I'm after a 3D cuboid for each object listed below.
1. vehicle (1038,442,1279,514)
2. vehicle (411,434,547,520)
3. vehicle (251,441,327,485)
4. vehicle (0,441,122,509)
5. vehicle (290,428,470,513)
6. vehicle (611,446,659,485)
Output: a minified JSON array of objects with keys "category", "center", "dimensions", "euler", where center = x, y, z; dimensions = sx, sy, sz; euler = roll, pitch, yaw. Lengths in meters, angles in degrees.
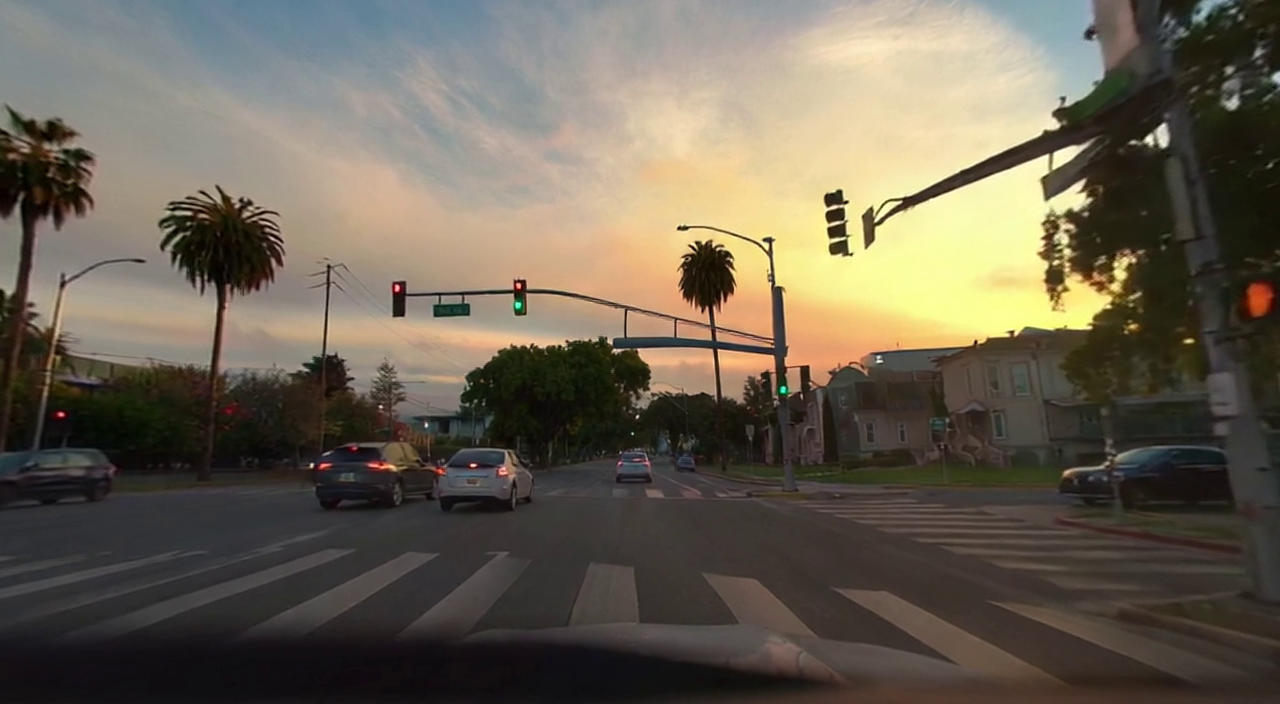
[{"category":"vehicle","center":[12.271,2.882,14.621],"dimensions":[4.649,1.496,2.061],"euler":[0,-9,-1]},{"category":"vehicle","center":[-3.799,3.033,15.821],"dimensions":[2.116,1.806,4.516],"euler":[0,-9,1]},{"category":"vehicle","center":[-26.132,8.256,47.149],"dimensions":[2.512,2.978,5.172],"euler":[2,-9,0]},{"category":"vehicle","center":[-18.618,3.595,18.780],"dimensions":[2.323,1.828,4.675],"euler":[0,-9,0]},{"category":"vehicle","center":[-7.169,3.365,18.465],"dimensions":[2.457,2.010,6.330],"euler":[0,-9,1]},{"category":"vehicle","center":[-0.255,5.700,31.786],"dimensions":[2.280,1.803,4.240],"euler":[0,-9,-1]}]
